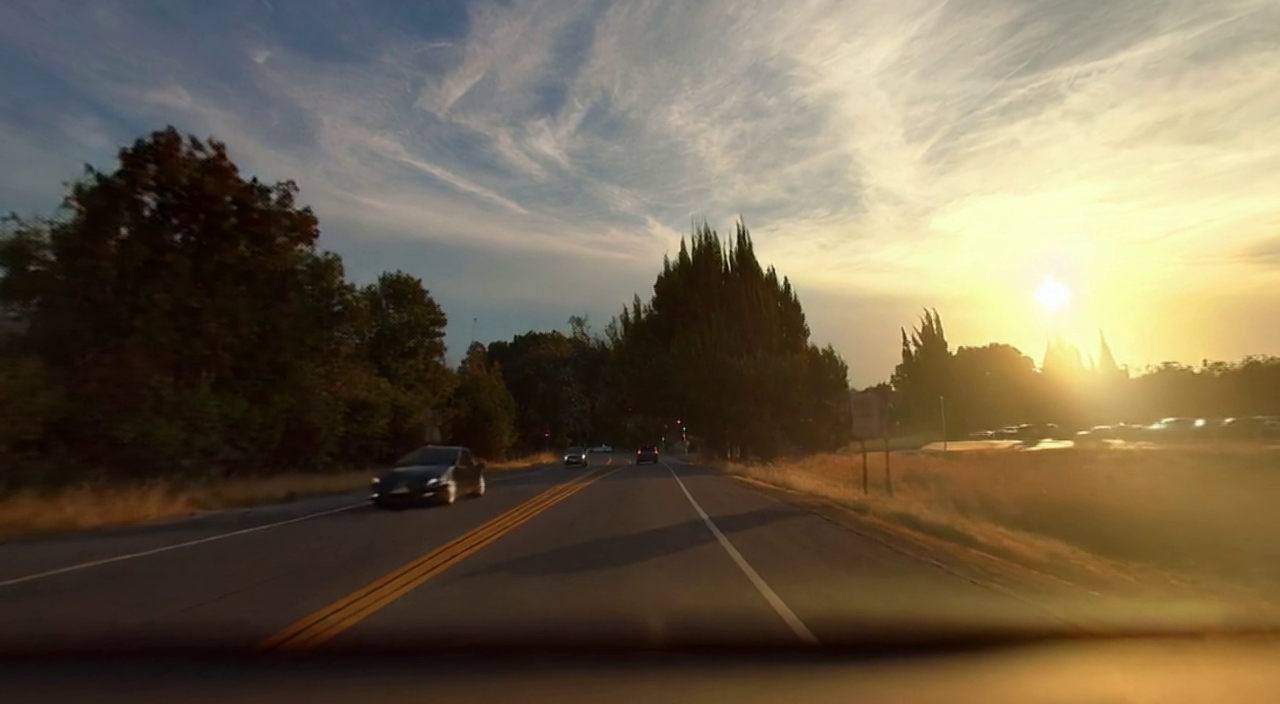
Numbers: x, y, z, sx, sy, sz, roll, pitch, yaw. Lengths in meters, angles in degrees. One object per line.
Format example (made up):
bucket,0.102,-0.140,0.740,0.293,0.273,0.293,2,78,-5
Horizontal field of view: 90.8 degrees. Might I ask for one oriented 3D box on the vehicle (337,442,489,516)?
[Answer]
vehicle,-5.151,2.916,15.103,2.002,1.455,4.450,-1,-8,-1
